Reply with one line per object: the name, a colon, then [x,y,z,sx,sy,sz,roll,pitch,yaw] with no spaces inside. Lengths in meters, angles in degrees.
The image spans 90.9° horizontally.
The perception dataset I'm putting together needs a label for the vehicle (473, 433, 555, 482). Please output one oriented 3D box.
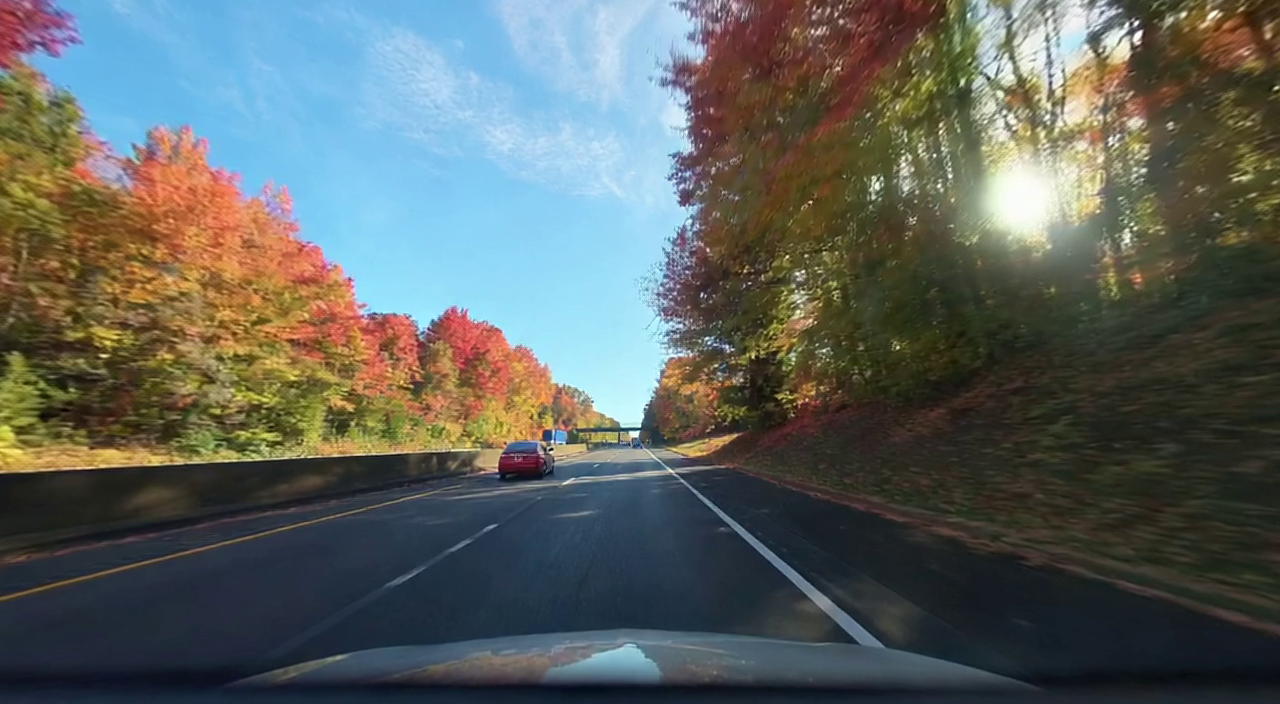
vehicle: [-4.332,3.712,22.376,2.002,1.553,4.247,0,-8,1]
